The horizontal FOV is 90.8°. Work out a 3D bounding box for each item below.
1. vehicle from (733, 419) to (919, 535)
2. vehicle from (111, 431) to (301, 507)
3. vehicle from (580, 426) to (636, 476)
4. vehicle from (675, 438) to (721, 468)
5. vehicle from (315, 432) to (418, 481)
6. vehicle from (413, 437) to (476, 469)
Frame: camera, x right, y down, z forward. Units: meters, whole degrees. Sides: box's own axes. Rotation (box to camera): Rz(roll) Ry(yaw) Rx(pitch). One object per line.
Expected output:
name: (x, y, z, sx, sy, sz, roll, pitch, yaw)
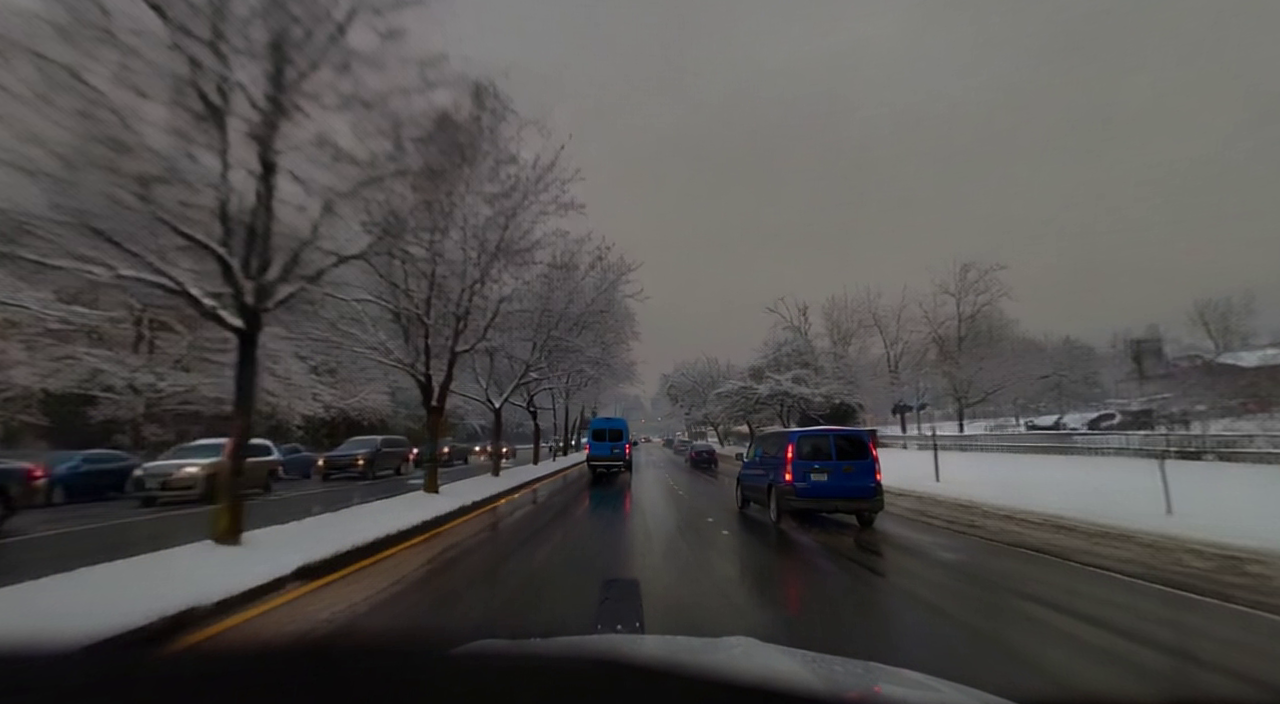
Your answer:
vehicle: (3.011, 2.123, 11.295, 1.965, 1.671, 4.146, 0, -8, -1)
vehicle: (-10.927, 2.953, 16.379, 1.988, 1.689, 4.047, 0, -8, 0)
vehicle: (-1.327, 4.404, 28.248, 2.228, 2.054, 4.309, 0, -8, 1)
vehicle: (3.372, 6.004, 37.629, 2.248, 1.692, 4.252, 0, -8, -1)
vehicle: (-11.101, 4.267, 26.110, 2.091, 1.806, 4.859, 0, -8, 0)
vehicle: (-11.265, 5.862, 36.778, 2.192, 1.754, 4.569, 0, -8, 0)
